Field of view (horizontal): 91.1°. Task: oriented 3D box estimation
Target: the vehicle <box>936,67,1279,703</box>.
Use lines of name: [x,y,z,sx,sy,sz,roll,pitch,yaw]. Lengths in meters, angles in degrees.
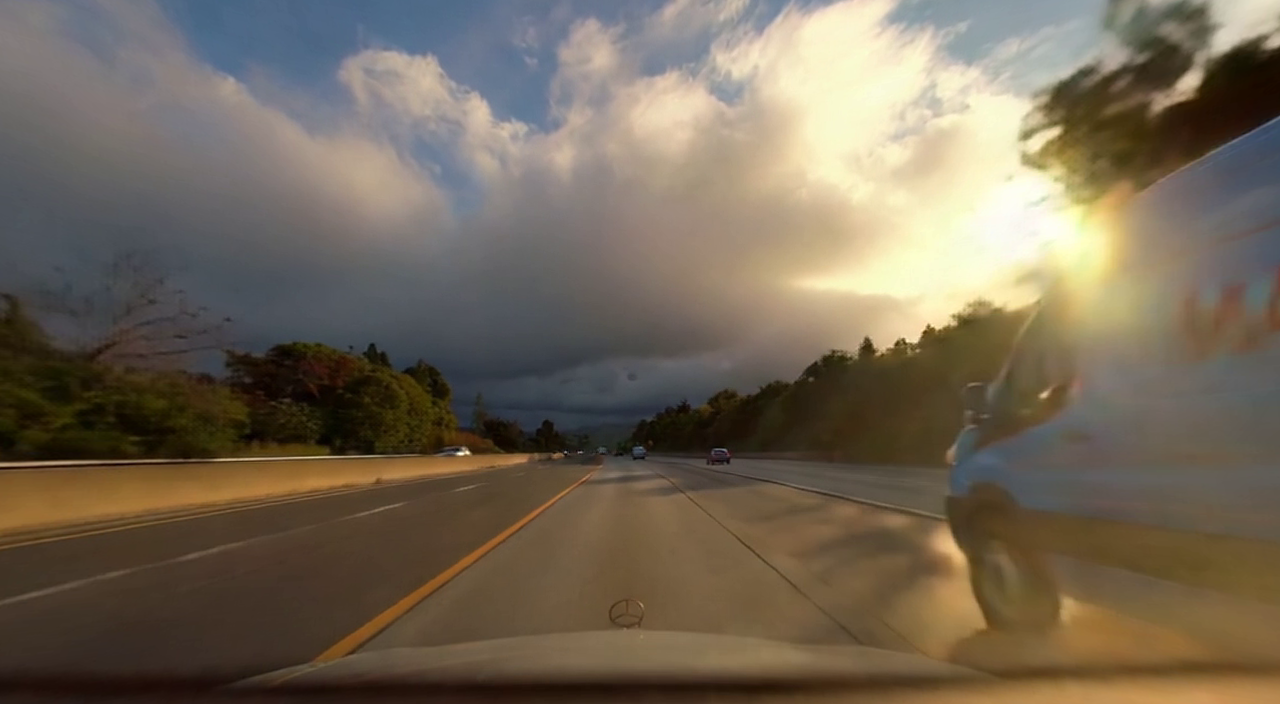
vehicle: [3.483,0.125,0.920,2.355,2.664,7.367,0,-9,-1]
